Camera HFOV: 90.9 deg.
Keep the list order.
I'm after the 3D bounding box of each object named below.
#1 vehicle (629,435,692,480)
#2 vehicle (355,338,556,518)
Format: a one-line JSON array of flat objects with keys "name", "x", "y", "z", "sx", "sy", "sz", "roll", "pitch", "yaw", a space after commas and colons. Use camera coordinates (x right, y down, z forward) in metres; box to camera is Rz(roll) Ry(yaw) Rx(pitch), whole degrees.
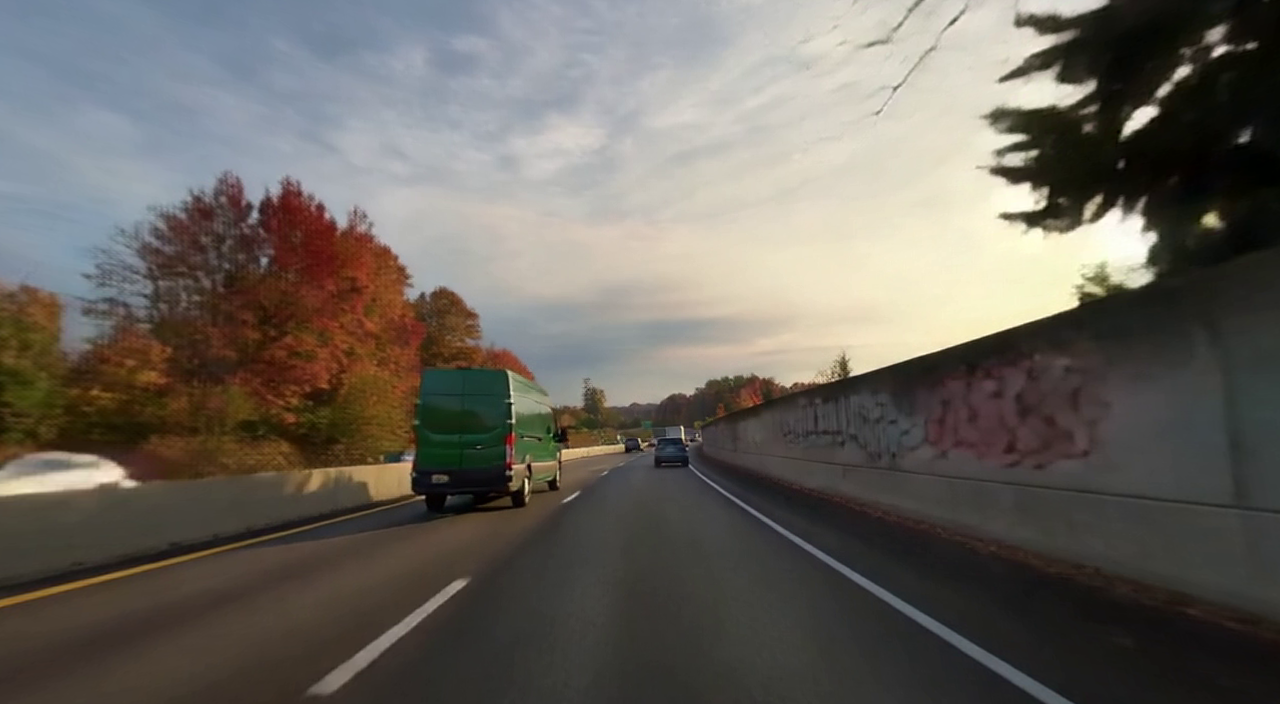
[{"name": "vehicle", "x": 0.707, "y": 3.766, "z": 22.774, "sx": 2.071, "sy": 1.487, "sz": 3.948, "roll": 0, "pitch": -8, "yaw": 1}, {"name": "vehicle", "x": -3.171, "y": 1.512, "z": 12.299, "sx": 2.334, "sy": 2.769, "sz": 5.087, "roll": 0, "pitch": -8, "yaw": 0}]
